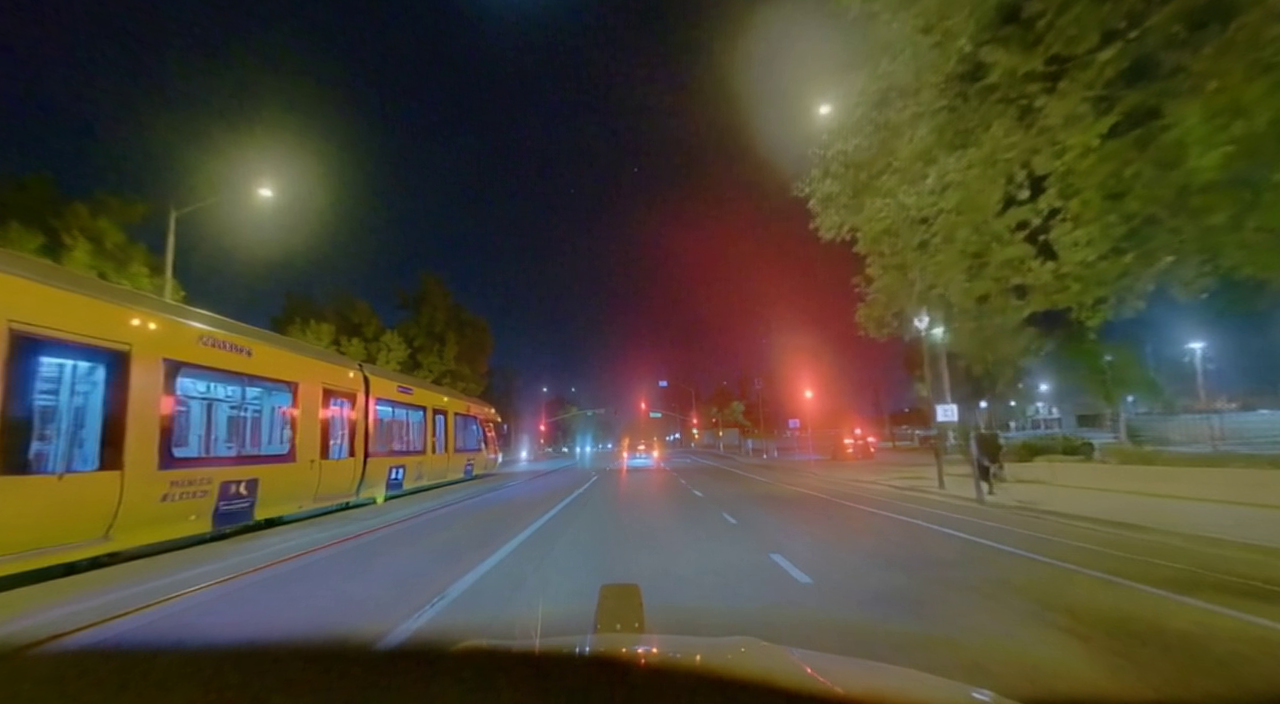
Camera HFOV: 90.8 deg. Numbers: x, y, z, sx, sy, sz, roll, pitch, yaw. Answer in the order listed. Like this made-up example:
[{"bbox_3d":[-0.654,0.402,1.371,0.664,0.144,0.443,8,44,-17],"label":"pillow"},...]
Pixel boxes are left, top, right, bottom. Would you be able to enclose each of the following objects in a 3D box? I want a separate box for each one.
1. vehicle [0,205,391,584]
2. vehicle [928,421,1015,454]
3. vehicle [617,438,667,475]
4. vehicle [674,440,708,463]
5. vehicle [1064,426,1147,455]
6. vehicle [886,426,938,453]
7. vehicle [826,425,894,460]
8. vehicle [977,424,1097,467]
[{"bbox_3d":[-7.750,0.759,9.087,2.897,3.700,13.528,0,-7,0],"label":"vehicle"},{"bbox_3d":[19.435,5.101,37.420,2.159,1.817,5.675,0,-8,1],"label":"vehicle"},{"bbox_3d":[0.076,4.556,27.782,2.002,1.471,4.337,0,-8,0],"label":"vehicle"},{"bbox_3d":[3.378,6.727,42.717,1.944,1.447,4.392,0,-8,0],"label":"vehicle"},{"bbox_3d":[26.828,5.059,36.566,1.809,1.455,3.959,-3,-6,2],"label":"vehicle"},{"bbox_3d":[19.699,6.370,46.010,1.914,1.823,4.334,0,-8,2],"label":"vehicle"},{"bbox_3d":[13.226,5.507,38.387,2.145,1.911,5.581,0,-8,0],"label":"vehicle"},{"bbox_3d":[15.332,3.642,24.743,1.780,1.498,4.611,0,-8,1],"label":"vehicle"}]
